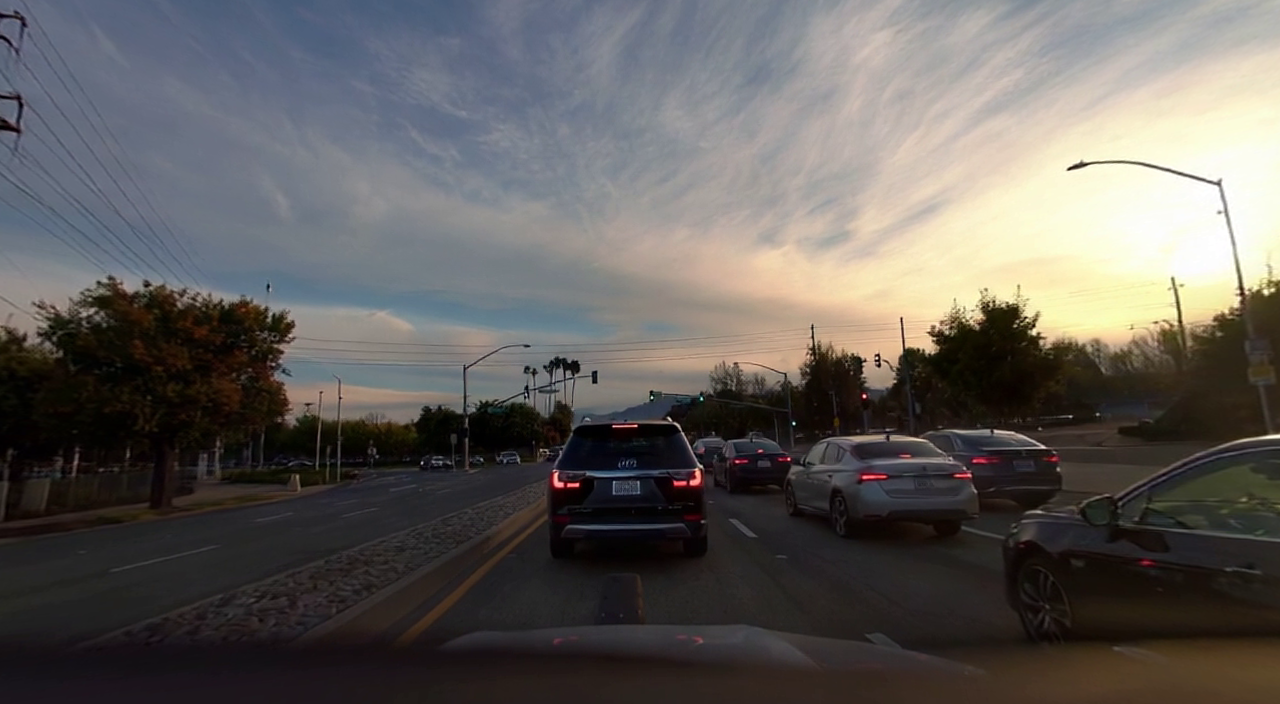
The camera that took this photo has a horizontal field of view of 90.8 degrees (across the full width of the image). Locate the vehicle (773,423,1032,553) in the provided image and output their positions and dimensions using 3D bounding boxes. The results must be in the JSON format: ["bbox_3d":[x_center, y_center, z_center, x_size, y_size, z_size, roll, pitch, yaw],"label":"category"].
[{"bbox_3d":[3.497,1.901,9.535,1.952,1.477,4.417,0,-9,-1],"label":"vehicle"}]

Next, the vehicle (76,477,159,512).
[{"bbox_3d":[-26.488,7.209,32.014,3.826,1.522,1.741,-8,-11,27],"label":"vehicle"}]

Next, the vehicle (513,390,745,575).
[{"bbox_3d":[-0.140,1.615,8.488,2.300,1.821,4.254,0,-9,-1],"label":"vehicle"}]

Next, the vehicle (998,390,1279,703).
[{"bbox_3d":[3.286,0.787,1.695,1.984,1.462,4.513,0,-9,0],"label":"vehicle"}]
